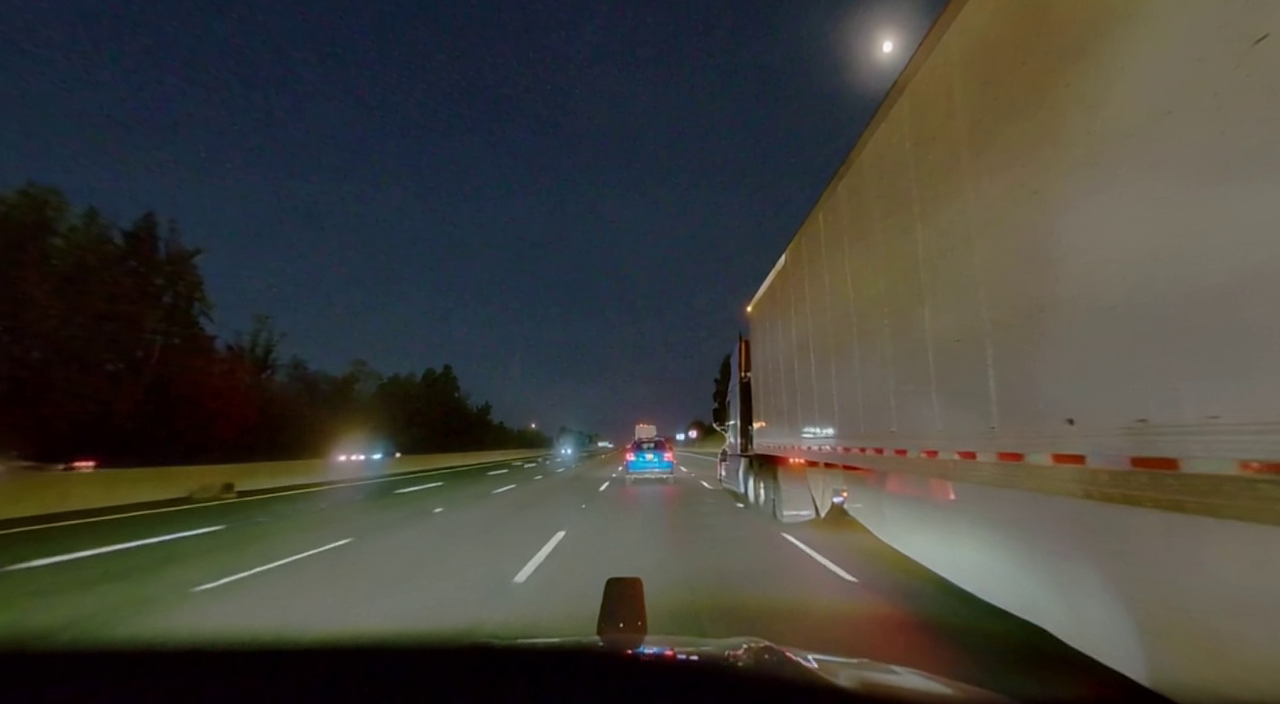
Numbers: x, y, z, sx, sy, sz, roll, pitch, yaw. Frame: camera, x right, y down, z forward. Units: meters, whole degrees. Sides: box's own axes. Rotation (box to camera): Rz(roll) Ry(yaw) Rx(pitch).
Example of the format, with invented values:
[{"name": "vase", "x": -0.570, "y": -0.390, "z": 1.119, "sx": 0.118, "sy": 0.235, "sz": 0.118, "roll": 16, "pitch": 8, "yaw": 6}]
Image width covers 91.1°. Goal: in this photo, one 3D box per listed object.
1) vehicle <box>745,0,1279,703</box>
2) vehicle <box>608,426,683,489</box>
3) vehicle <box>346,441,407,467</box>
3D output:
[{"name": "vehicle", "x": 3.392, "y": -0.138, "z": 4.585, "sx": 2.909, "sy": 4.135, "sz": 15.820, "roll": -1, "pitch": -8, "yaw": 1}, {"name": "vehicle", "x": 0.188, "y": 3.191, "z": 19.303, "sx": 2.054, "sy": 1.706, "sz": 4.201, "roll": 0, "pitch": -8, "yaw": 1}, {"name": "vehicle", "x": -18.435, "y": 7.147, "z": 44.180, "sx": 2.016, "sy": 1.678, "sz": 4.947, "roll": 0, "pitch": -8, "yaw": 2}]
